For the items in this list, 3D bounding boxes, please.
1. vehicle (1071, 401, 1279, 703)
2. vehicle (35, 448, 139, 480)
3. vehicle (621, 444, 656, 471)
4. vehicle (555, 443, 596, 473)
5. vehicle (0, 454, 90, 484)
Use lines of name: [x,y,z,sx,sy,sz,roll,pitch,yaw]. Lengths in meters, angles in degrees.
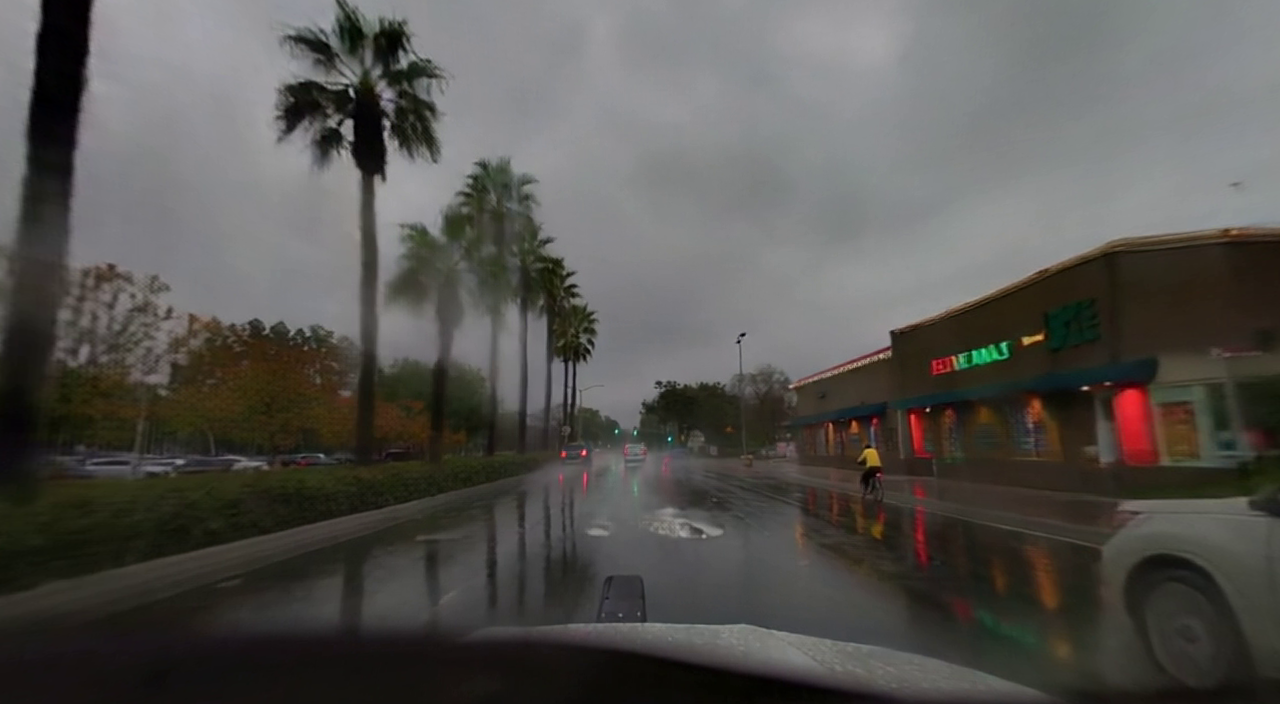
vehicle: [3.675,0.790,1.470,2.090,1.503,4.566,0,-9,0]
vehicle: [-34.955,7.064,40.035,4.377,1.951,2.245,0,-9,0]
vehicle: [-0.132,6.668,40.074,2.102,1.653,3.698,0,-9,-1]
vehicle: [-3.980,6.605,39.615,2.071,1.744,4.500,0,-9,0]
vehicle: [-35.295,6.837,36.941,4.274,1.625,2.070,0,-9,2]
